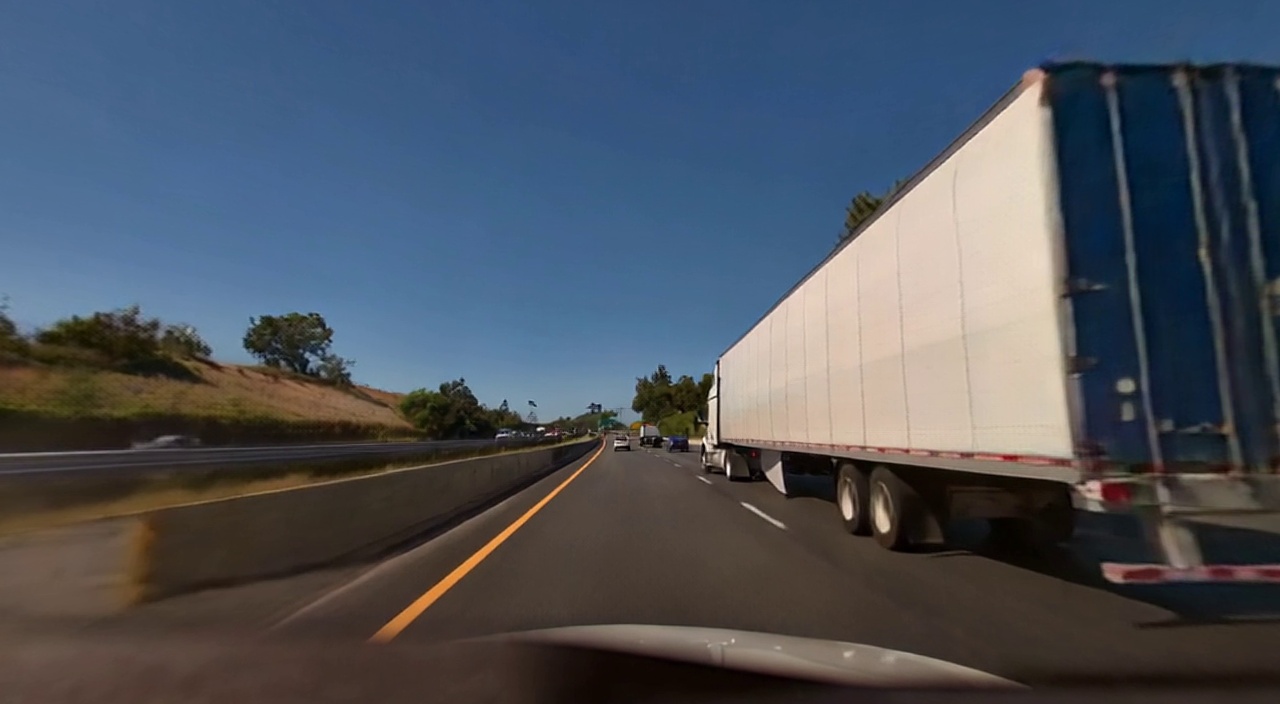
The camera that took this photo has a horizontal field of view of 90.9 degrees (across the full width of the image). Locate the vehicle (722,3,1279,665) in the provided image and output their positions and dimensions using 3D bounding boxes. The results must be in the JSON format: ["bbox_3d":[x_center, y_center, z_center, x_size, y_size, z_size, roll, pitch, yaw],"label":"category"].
[{"bbox_3d":[4.044,0.669,10.923,2.965,4.033,14.299,0,-7,-1],"label":"vehicle"}]

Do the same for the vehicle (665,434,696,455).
[{"bbox_3d":[2.943,6.771,46.218,1.813,1.454,4.197,0,-7,-3],"label":"vehicle"}]
